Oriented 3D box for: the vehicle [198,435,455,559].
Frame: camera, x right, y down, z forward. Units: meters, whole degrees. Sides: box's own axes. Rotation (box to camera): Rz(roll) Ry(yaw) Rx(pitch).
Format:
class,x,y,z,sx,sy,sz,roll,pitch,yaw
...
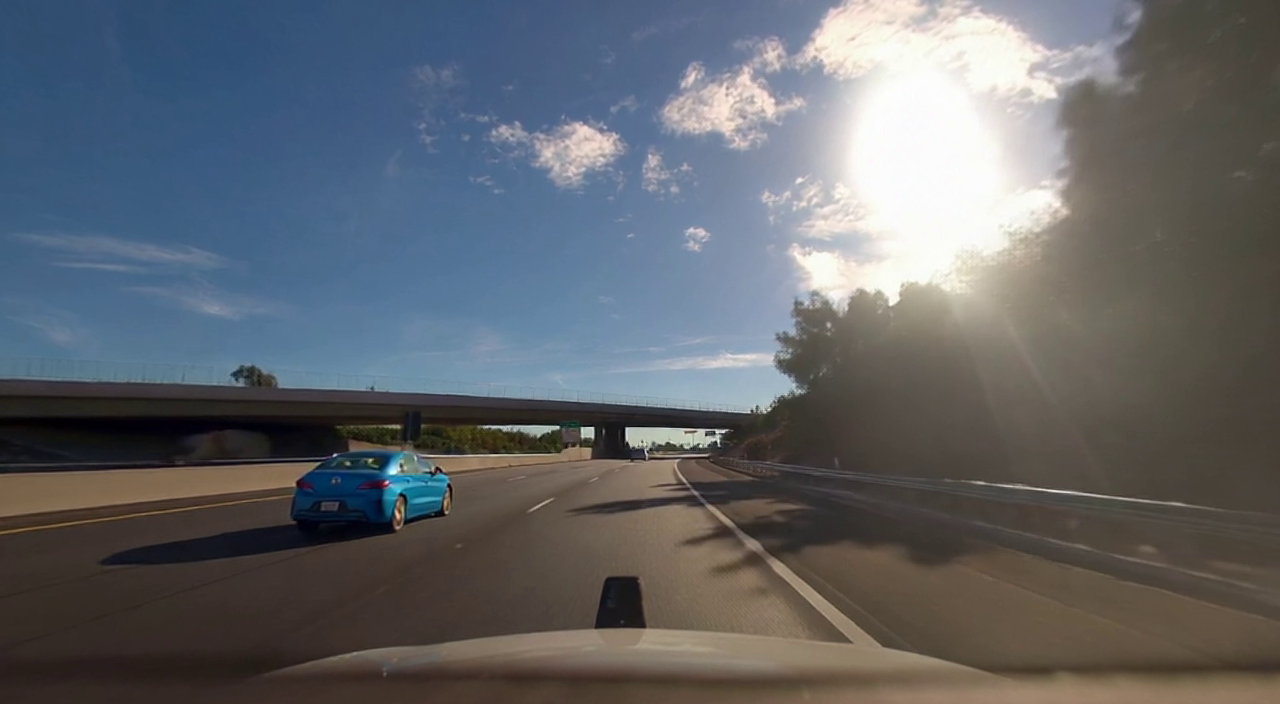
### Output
class,x,y,z,sx,sy,sz,roll,pitch,yaw
vehicle,-4.408,2.072,9.670,1.928,1.504,3.745,0,-9,1
